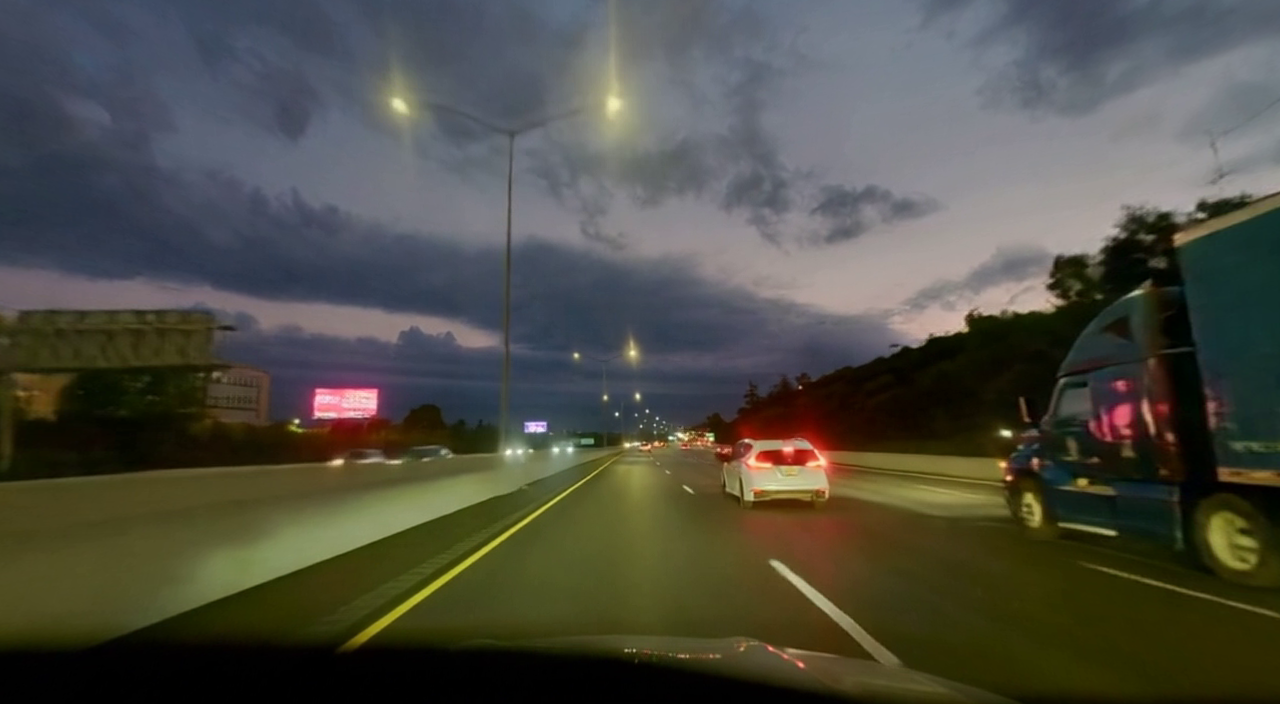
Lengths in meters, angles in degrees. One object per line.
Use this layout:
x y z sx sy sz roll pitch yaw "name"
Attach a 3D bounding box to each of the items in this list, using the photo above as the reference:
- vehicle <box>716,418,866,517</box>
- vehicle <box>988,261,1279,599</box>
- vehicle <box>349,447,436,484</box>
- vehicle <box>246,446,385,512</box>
2.916 2.350 13.321 1.973 1.710 4.476 0 -8 -1 "vehicle"
7.118 0.876 6.855 3.054 2.924 6.178 0 -9 0 "vehicle"
-10.967 5.044 28.360 2.140 1.485 4.360 0 -9 0 "vehicle"
-7.640 2.981 15.227 1.554 1.386 3.320 0 -8 0 "vehicle"
